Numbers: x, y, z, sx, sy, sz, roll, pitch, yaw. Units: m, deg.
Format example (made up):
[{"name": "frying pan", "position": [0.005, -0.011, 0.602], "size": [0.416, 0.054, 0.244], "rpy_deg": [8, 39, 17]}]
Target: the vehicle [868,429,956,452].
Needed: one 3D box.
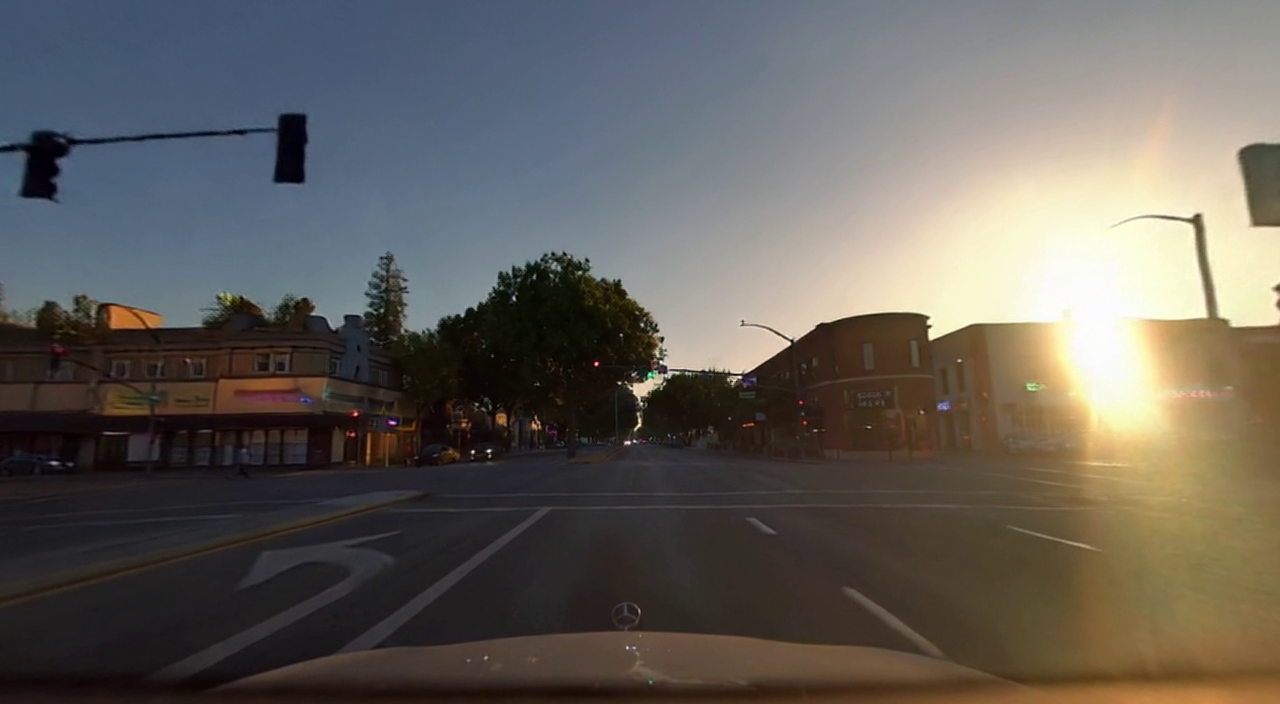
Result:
[{"name": "vehicle", "position": [21.029, 6.912, 49.051], "size": [5.587, 1.689, 2.605], "rpy_deg": [0, -8, -3]}]
